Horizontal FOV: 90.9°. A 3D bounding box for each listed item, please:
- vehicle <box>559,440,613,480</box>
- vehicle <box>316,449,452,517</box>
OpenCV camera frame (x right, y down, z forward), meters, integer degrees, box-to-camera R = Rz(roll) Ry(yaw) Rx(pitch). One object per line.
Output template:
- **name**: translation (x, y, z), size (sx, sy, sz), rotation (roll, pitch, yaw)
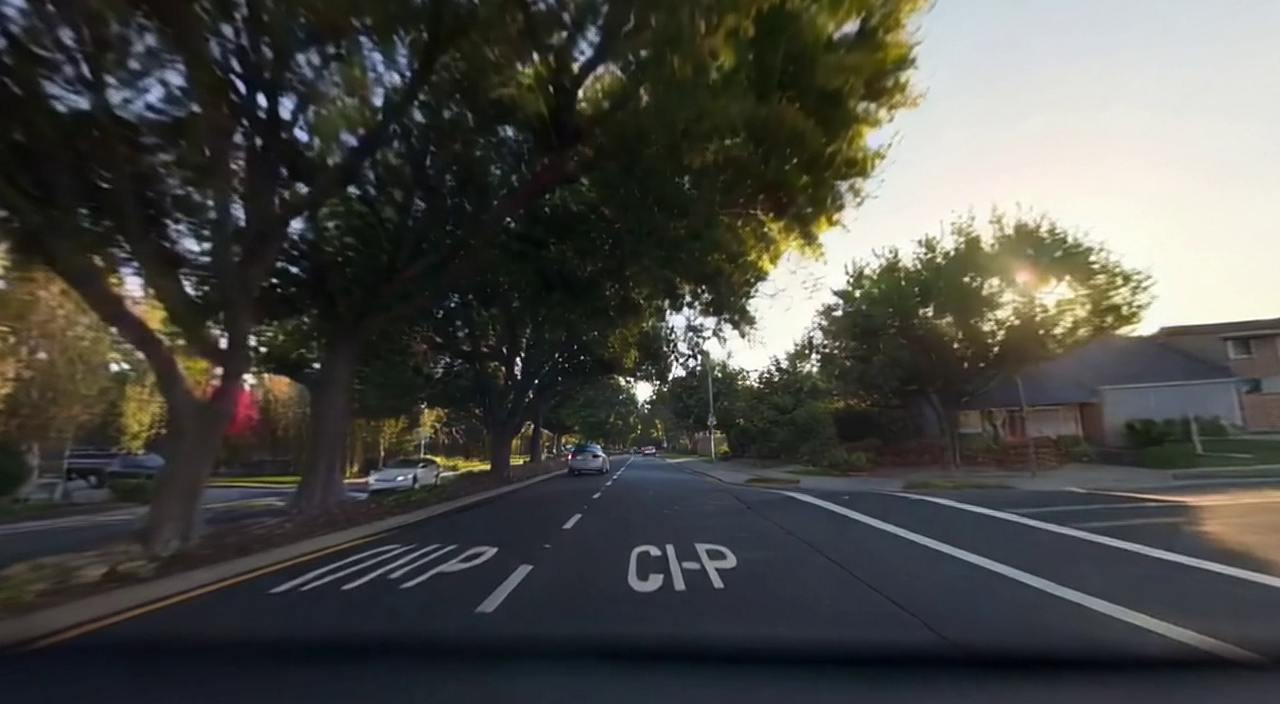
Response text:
- **vehicle**: translation (-2.574, 5.255, 30.995), size (2.190, 1.766, 4.394), rotation (0, -8, 1)
- **vehicle**: translation (-6.535, 3.347, 16.652), size (1.972, 1.514, 4.241), rotation (1, -8, -3)
